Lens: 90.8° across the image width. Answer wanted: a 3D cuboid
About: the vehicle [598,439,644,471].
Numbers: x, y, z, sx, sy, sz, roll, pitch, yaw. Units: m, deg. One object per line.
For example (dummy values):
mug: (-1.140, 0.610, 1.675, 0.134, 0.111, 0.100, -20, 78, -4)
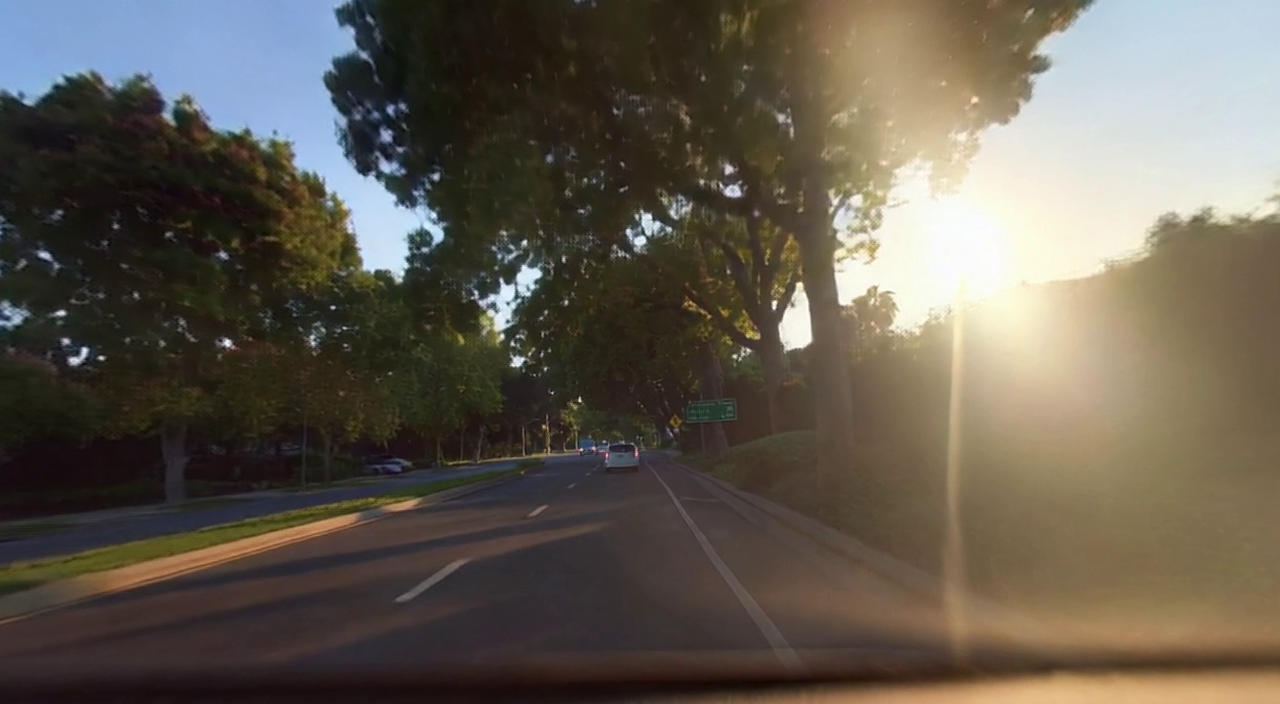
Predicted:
vehicle: (-0.864, 5.112, 31.685, 2.111, 1.466, 4.223, -1, -8, 1)
